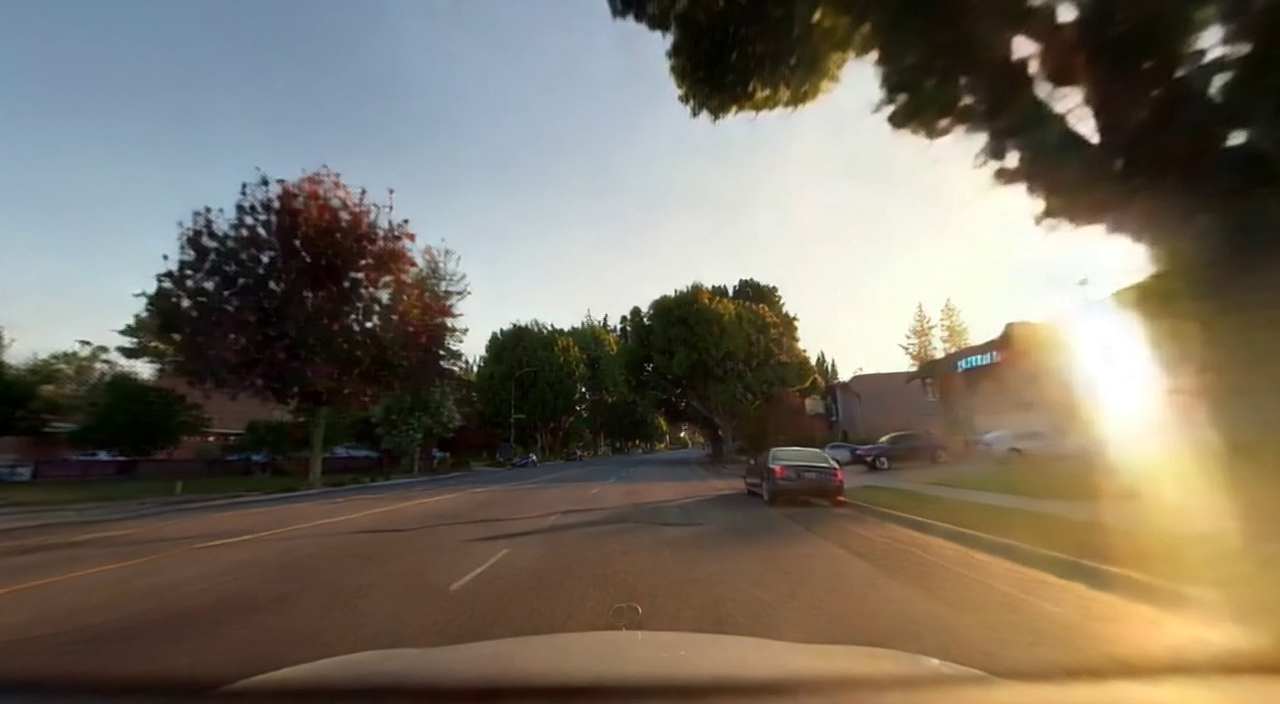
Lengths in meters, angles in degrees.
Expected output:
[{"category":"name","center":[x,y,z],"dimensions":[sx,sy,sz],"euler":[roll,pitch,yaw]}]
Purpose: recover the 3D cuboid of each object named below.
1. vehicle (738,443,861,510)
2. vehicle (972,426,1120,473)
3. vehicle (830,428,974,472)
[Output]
[{"category":"vehicle","center":[4.014,3.196,16.823],"dimensions":[2.080,1.503,4.821],"euler":[0,-9,1]},{"category":"vehicle","center":[15.671,3.795,24.637],"dimensions":[4.290,1.717,2.013],"euler":[-1,-9,7]},{"category":"vehicle","center":[11.436,4.328,27.959],"dimensions":[5.369,1.860,2.163],"euler":[-1,-9,5]}]
